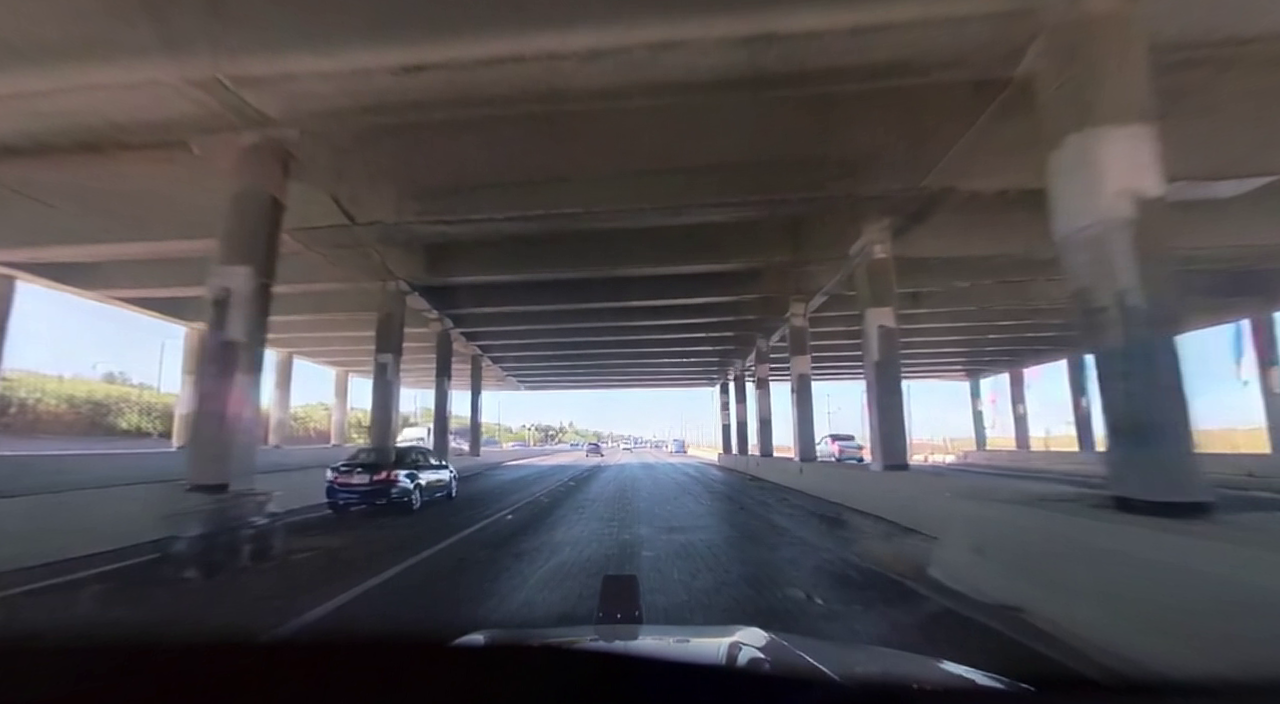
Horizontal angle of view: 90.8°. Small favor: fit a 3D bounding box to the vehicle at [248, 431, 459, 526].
[{"bbox_3d":[-5.090,2.303,12.060,1.981,1.465,4.334,0,-9,0],"label":"vehicle"}]
